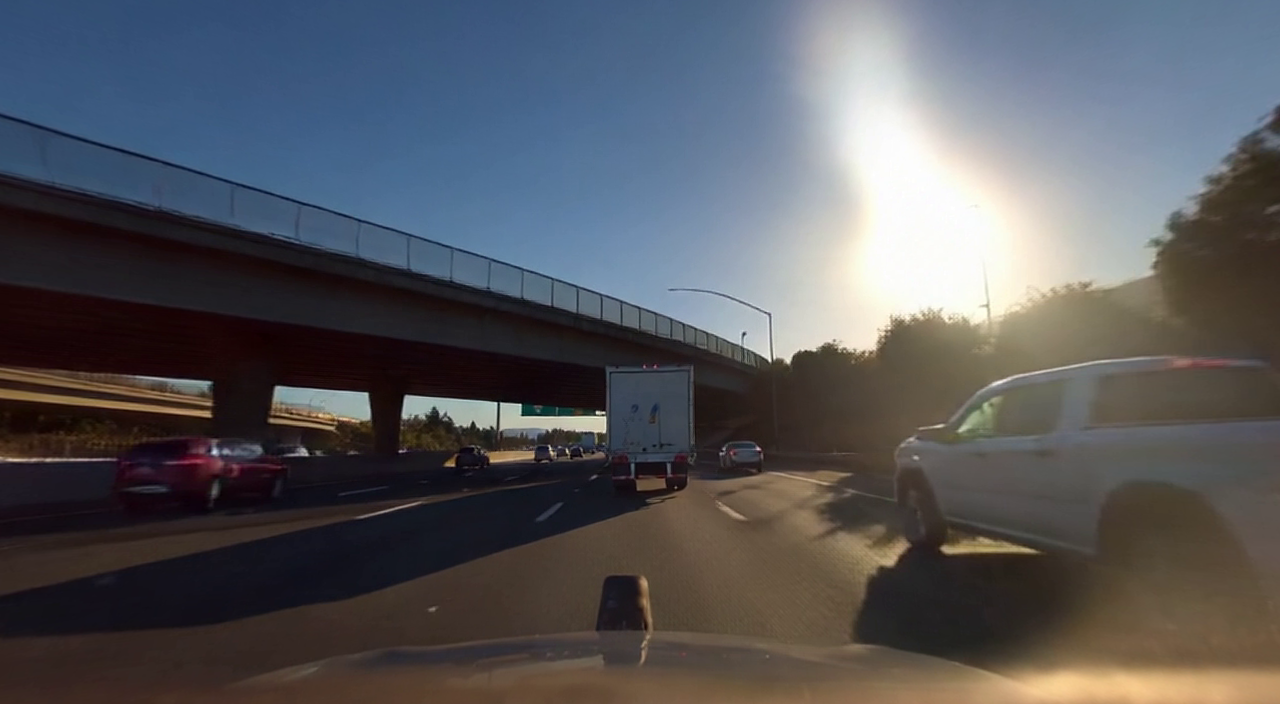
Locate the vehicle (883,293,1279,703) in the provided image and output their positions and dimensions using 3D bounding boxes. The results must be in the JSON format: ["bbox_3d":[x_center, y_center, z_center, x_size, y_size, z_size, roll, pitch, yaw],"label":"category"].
[{"bbox_3d":[4.017,1.026,4.913,2.174,1.968,5.016,0,-9,0],"label":"vehicle"}]

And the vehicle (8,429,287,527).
[{"bbox_3d":[-10.412,2.679,14.080,2.119,1.747,5.121,0,-9,-1],"label":"vehicle"}]

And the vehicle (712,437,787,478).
[{"bbox_3d":[4.427,4.358,26.328,2.108,1.508,4.744,0,-9,-2],"label":"vehicle"}]

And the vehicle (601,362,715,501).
[{"bbox_3d":[0.236,2.845,21.734,2.916,3.584,10.841,0,-9,-2],"label":"vehicle"}]

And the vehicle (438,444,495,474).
[{"bbox_3d":[-11.029,6.816,40.534,2.217,1.797,5.226,0,-9,-1],"label":"vehicle"}]
